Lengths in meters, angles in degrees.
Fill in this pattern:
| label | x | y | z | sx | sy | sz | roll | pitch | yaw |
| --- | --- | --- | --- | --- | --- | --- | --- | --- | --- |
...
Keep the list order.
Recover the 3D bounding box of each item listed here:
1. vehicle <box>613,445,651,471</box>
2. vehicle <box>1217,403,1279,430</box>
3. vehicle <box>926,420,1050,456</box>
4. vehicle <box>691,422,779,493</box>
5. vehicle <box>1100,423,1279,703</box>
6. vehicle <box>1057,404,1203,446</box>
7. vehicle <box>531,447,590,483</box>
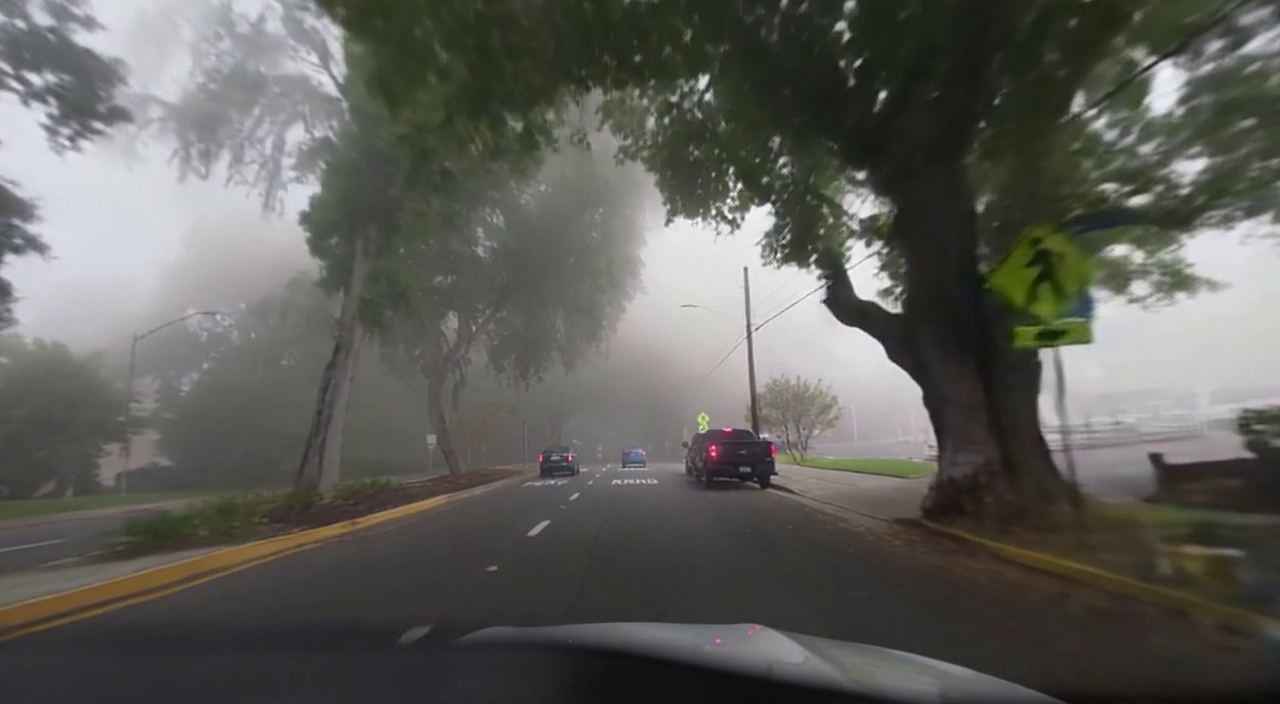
| label | x | y | z | sx | sy | sz | roll | pitch | yaw |
| --- | --- | --- | --- | --- | --- | --- | --- | --- | --- |
| vehicle | -0.472 | 6.352 | 37.860 | 2.187 | 1.478 | 4.138 | 0 | -9 | -1 |
| vehicle | 39.466 | 4.216 | 40.655 | 1.826 | 1.445 | 4.549 | -9 | -11 | 26 |
| vehicle | 15.731 | 3.952 | 28.723 | 1.881 | 1.477 | 4.617 | 4 | -10 | -27 |
| vehicle | 2.961 | 3.471 | 20.986 | 2.072 | 2.017 | 5.590 | 0 | -9 | 0 |
| vehicle | 3.145 | 0.629 | 0.314 | 2.076 | 1.479 | 4.754 | -4 | -9 | -2 |
| vehicle | 21.953 | 3.380 | 28.466 | 2.031 | 1.732 | 4.653 | 3 | -9 | -23 |
| vehicle | -3.501 | 5.058 | 28.545 | 2.083 | 1.460 | 4.527 | 0 | -9 | 0 |
